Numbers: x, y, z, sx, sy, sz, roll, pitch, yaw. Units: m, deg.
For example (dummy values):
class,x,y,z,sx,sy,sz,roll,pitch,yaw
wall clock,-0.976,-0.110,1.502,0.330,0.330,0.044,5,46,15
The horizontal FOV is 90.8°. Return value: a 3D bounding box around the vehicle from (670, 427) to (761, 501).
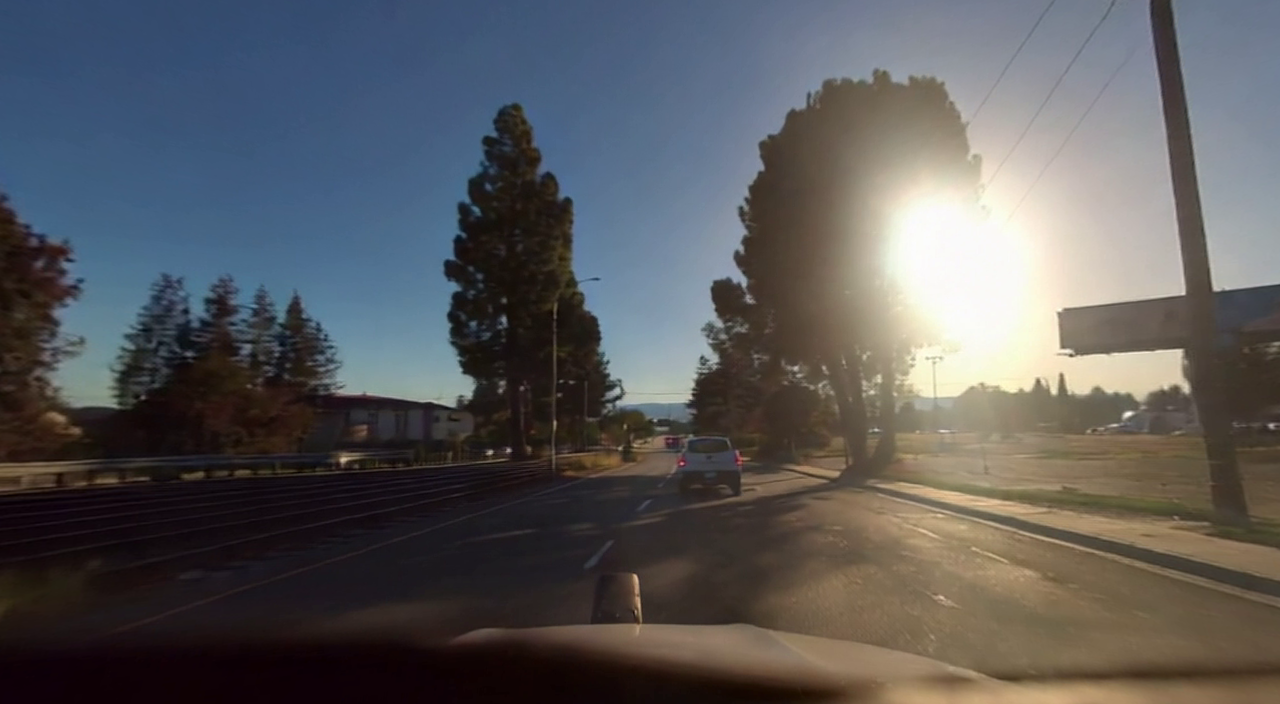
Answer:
class,x,y,z,sx,sy,sz,roll,pitch,yaw
vehicle,2.334,3.394,19.651,2.404,1.926,5.251,0,-8,7
